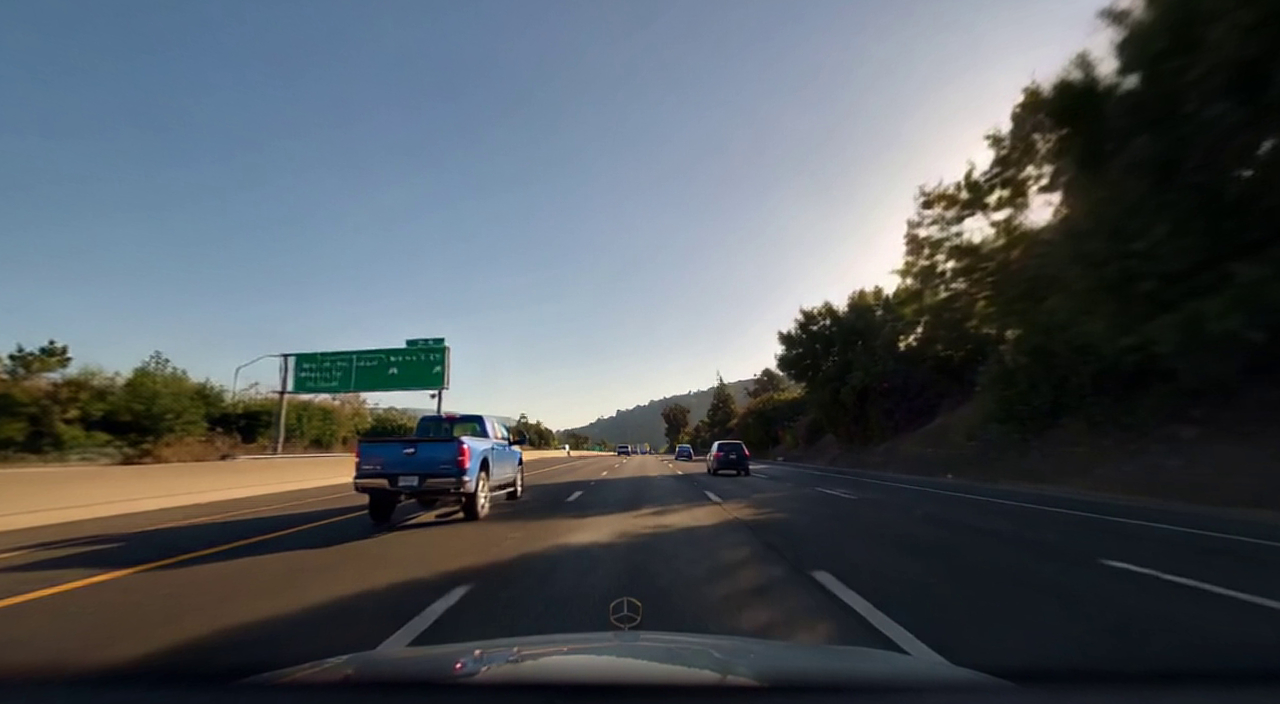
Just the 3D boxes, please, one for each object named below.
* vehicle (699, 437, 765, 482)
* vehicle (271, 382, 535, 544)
[{"bbox_3d":[3.675,4.381,25.939,2.095,1.668,4.135,0,-9,0],"label":"vehicle"},{"bbox_3d":[-3.770,1.989,11.838,2.496,2.203,6.317,0,-9,0],"label":"vehicle"}]
